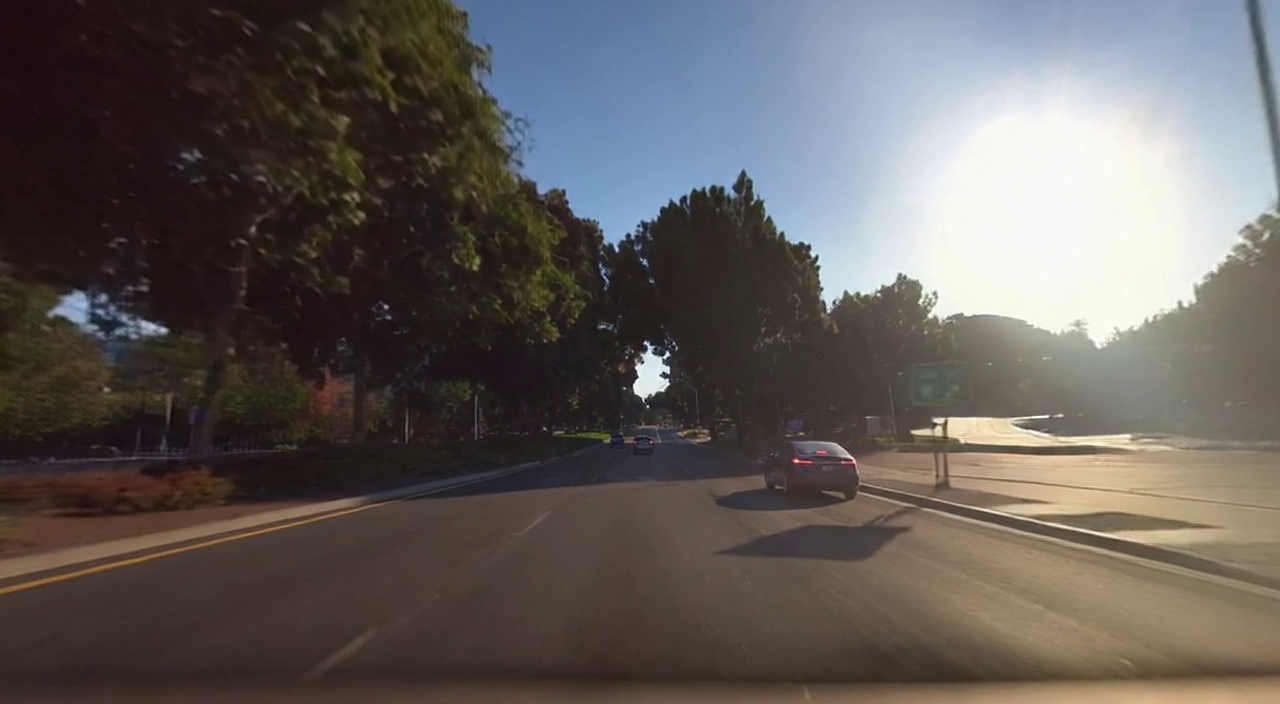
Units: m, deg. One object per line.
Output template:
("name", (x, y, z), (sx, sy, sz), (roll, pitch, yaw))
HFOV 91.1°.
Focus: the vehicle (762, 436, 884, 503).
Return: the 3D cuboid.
("vehicle", (4.635, 3.010, 16.628), (1.913, 1.516, 4.322), (0, -8, 0))
